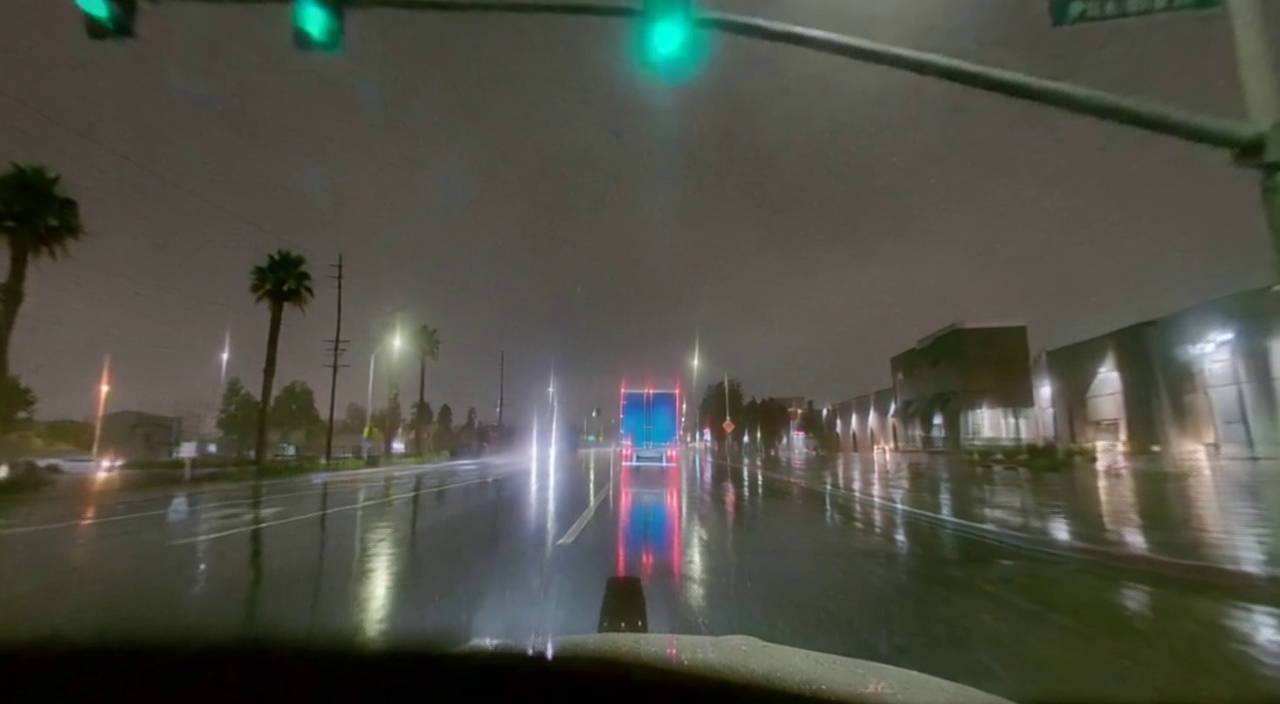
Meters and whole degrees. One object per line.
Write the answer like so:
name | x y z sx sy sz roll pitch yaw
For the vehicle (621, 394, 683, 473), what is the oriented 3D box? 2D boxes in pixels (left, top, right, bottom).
vehicle | 0.446 4.998 37.680 2.992 3.949 11.815 1 -8 -2

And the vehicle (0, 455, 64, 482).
vehicle | -36.167 6.736 36.371 3.743 1.448 1.780 0 -8 1
